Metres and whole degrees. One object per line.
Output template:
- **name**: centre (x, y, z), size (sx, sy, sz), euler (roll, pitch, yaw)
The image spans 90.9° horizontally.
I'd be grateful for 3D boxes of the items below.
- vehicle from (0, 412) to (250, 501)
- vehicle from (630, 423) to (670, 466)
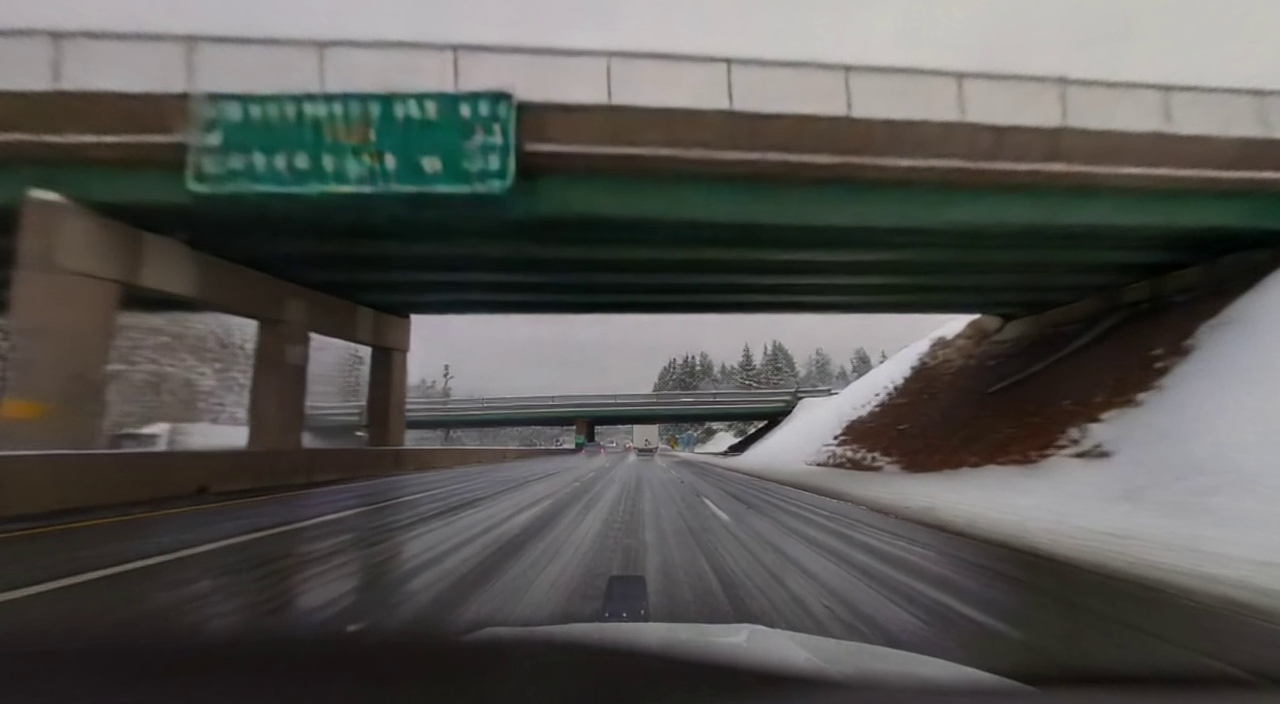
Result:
- **vehicle**: centre (-24.443, 4.876, 29.810), size (2.955, 3.191, 14.095), euler (0, -9, 1)
- **vehicle**: centre (0.658, 7.226, 49.132), size (2.790, 3.075, 7.414), euler (0, -9, -2)
